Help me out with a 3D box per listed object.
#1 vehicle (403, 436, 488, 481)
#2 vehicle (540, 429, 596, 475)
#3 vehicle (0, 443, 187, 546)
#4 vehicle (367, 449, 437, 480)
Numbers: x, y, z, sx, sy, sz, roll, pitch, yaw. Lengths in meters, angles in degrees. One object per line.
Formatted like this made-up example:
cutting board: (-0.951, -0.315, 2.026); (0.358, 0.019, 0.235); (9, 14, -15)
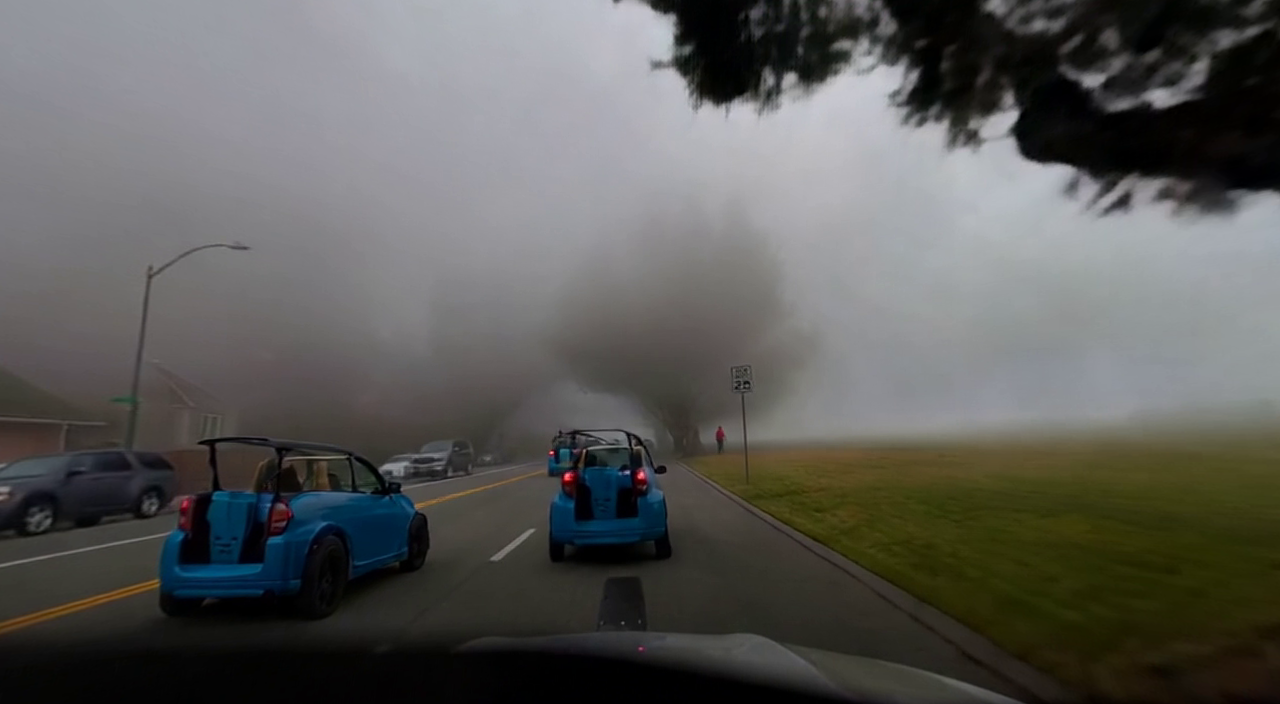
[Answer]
vehicle: (-8.606, 4.752, 28.361); (2.060, 1.785, 5.303); (-2, -8, 1)
vehicle: (-3.025, 4.318, 27.243); (1.908, 1.809, 4.230); (0, -8, 1)
vehicle: (-12.383, 2.870, 13.446); (1.928, 1.800, 4.632); (0, -8, -1)
vehicle: (-12.205, 5.800, 32.574); (1.887, 1.469, 4.691); (0, -9, -1)
